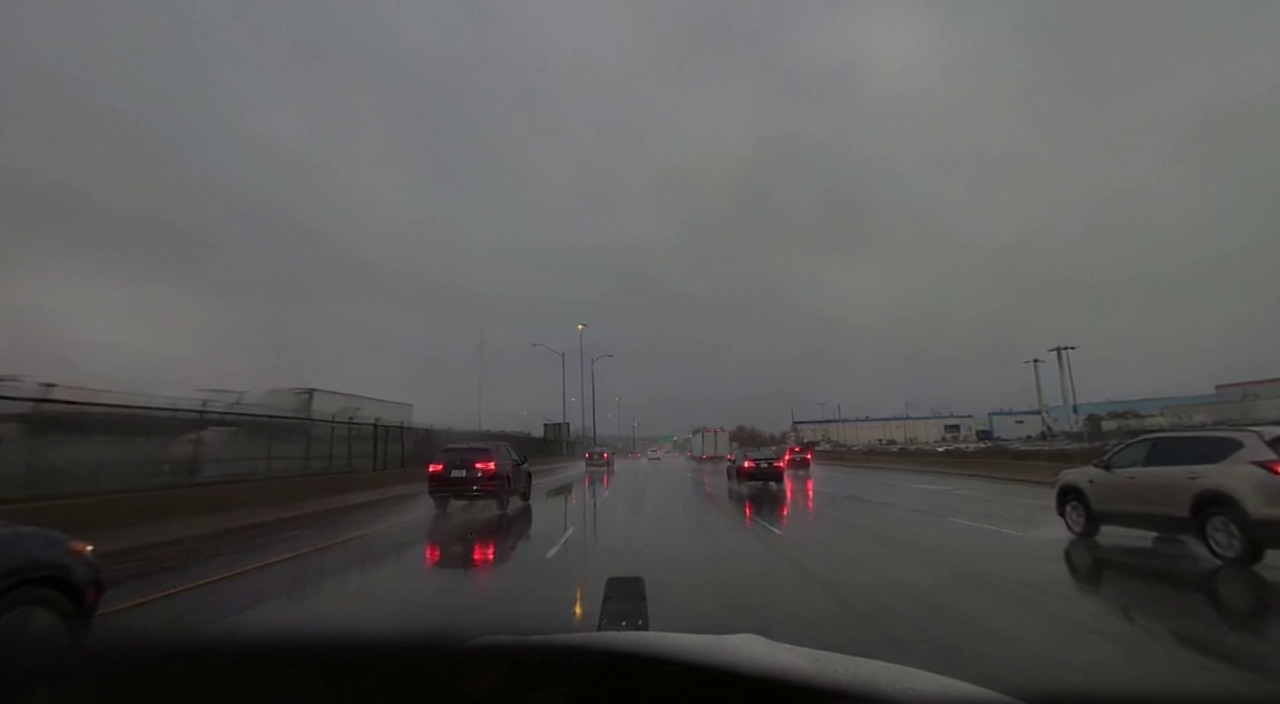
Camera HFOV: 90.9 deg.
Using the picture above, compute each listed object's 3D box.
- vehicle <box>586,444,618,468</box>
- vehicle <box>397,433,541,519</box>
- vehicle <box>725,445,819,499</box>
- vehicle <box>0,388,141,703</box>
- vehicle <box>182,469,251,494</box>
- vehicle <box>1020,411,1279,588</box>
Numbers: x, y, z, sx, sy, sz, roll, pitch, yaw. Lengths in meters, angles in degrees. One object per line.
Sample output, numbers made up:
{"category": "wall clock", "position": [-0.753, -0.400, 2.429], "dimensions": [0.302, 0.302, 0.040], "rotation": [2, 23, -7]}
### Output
{"category": "vehicle", "position": [-2.881, 8.024, 48.796], "dimensions": [2.108, 1.748, 4.514], "rotation": [-1, -8, 2]}
{"category": "vehicle", "position": [-3.685, 2.733, 14.458], "dimensions": [2.036, 1.669, 4.112], "rotation": [-1, -8, 1]}
{"category": "vehicle", "position": [3.916, 3.612, 19.531], "dimensions": [1.942, 1.453, 4.329], "rotation": [0, -8, -1]}
{"category": "vehicle", "position": [-3.674, 0.681, 0.812], "dimensions": [2.067, 1.555, 4.851], "rotation": [0, -8, 0]}
{"category": "vehicle", "position": [-32.203, 9.834, 48.103], "dimensions": [1.952, 1.595, 4.685], "rotation": [-1, -8, 1]}
{"category": "vehicle", "position": [7.416, 1.694, 7.896], "dimensions": [2.145, 1.743, 5.058], "rotation": [0, -8, 0]}
